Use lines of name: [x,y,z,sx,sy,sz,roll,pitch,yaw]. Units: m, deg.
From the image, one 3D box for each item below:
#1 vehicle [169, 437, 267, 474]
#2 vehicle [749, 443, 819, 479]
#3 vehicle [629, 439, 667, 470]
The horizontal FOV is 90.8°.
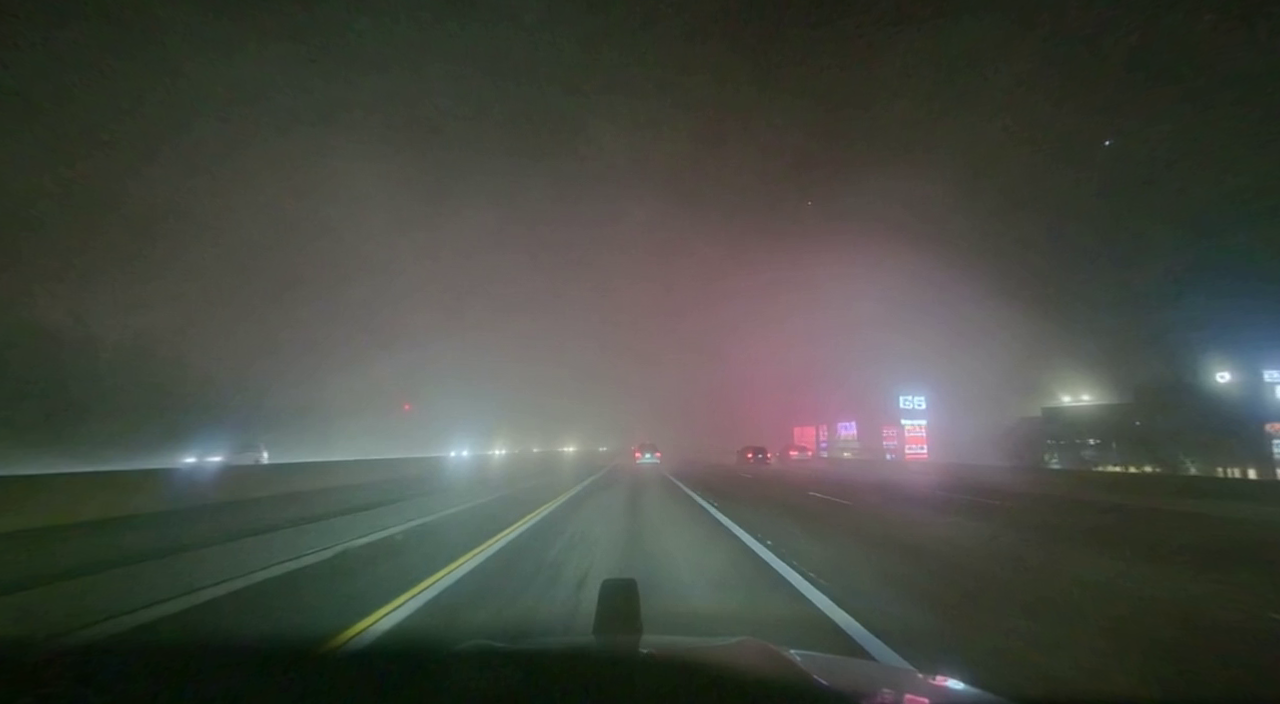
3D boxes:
vehicle: [-25.188,6.200,38.057,2.244,1.998,5.376,0,-9,-1]
vehicle: [6.361,4.847,28.427,1.976,1.477,4.448,0,-9,-2]
vehicle: [0.441,6.376,39.438,2.154,1.786,5.045,0,-9,-2]
